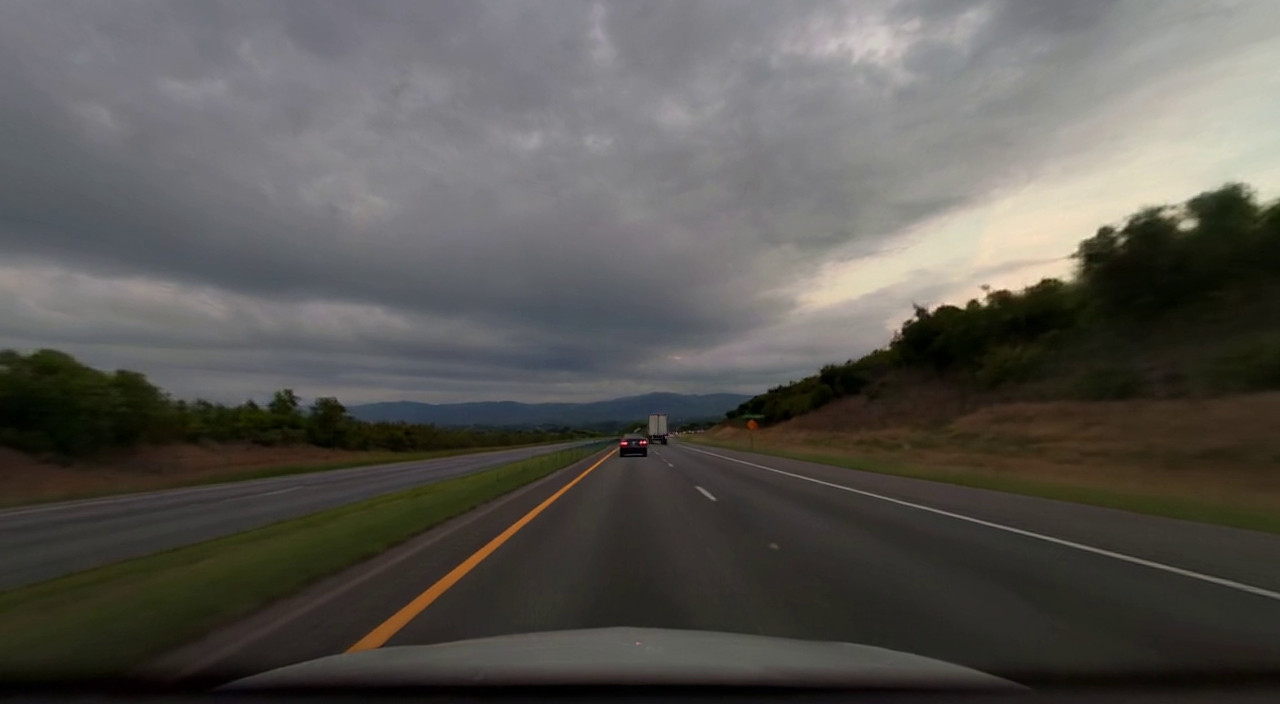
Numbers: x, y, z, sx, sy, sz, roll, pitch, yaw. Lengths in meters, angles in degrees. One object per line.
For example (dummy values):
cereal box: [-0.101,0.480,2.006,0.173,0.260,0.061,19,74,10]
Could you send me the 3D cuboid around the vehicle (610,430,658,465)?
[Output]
vehicle: [-0.326,4.768,31.654,2.216,1.623,4.220,0,-8,-1]
